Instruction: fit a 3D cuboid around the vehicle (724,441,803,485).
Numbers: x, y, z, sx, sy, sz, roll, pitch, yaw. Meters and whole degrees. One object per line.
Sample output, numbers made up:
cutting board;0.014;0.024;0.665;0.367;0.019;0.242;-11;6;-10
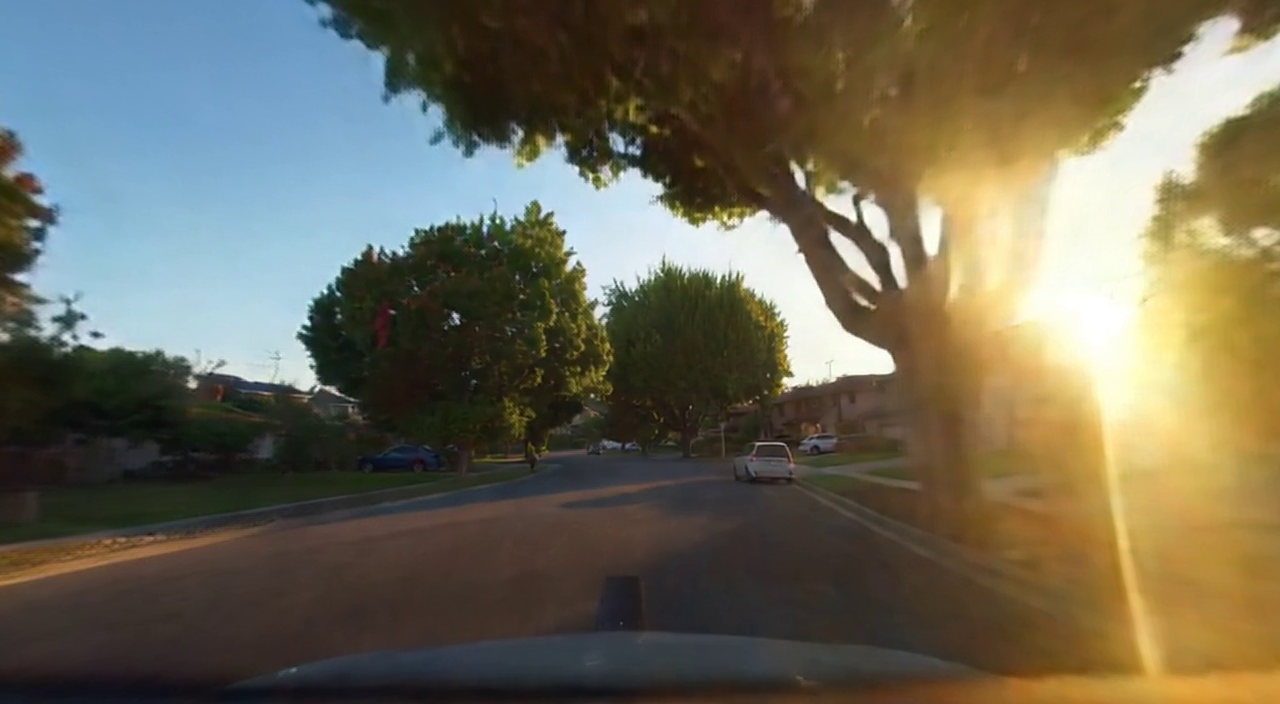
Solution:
vehicle;4.679;4.297;24.654;2.088;1.522;4.449;0;-9;-1

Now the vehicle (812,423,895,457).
vehicle;13.666;5.645;40.552;4.421;1.703;1.927;-5;-8;-6
